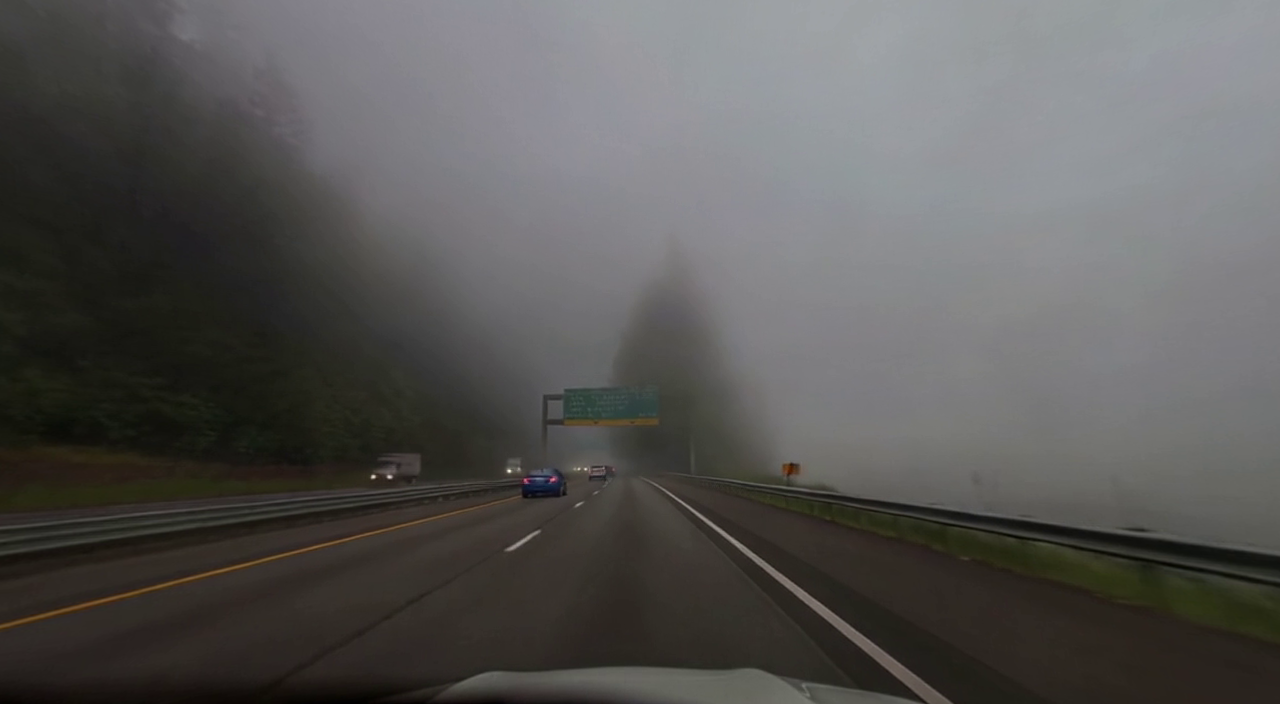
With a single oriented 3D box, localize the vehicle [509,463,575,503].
[{"bbox_3d":[-4.038,5.488,26.666,1.995,1.467,4.467,1,-10,1],"label":"vehicle"}]
